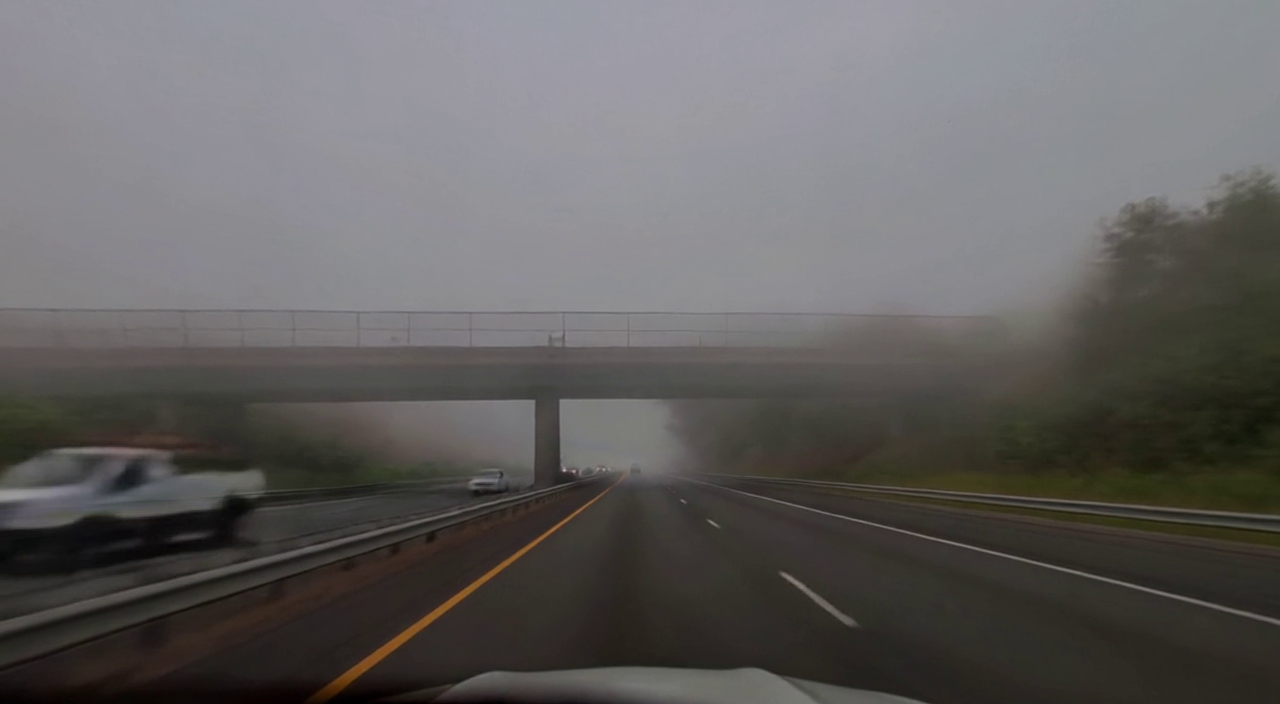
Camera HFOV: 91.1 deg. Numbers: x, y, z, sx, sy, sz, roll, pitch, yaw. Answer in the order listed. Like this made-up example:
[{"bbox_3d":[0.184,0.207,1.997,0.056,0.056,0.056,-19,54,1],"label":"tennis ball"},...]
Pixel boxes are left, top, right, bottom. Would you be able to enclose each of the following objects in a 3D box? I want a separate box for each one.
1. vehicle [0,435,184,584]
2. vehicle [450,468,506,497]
[{"bbox_3d":[-8.333,1.909,7.852,2.013,1.672,4.241,1,-10,-1],"label":"vehicle"},{"bbox_3d":[-8.915,7.220,34.983,1.981,1.457,4.337,1,-10,0],"label":"vehicle"}]
